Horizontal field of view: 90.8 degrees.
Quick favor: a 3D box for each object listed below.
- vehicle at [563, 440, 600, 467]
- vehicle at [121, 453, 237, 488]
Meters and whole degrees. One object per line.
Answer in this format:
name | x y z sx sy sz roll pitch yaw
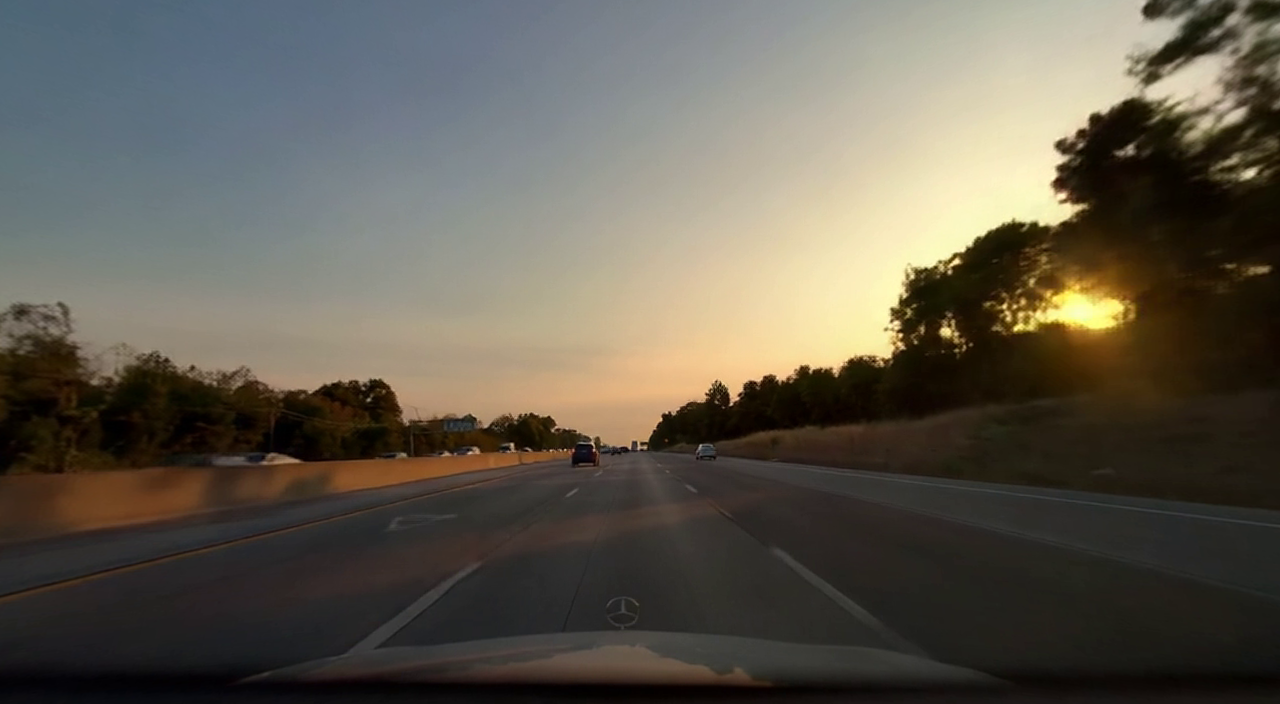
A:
vehicle | -4.031 7.074 44.119 2.114 1.774 4.427 0 -9 0
vehicle | -21.626 5.561 29.957 1.884 1.480 4.817 0 -9 0
